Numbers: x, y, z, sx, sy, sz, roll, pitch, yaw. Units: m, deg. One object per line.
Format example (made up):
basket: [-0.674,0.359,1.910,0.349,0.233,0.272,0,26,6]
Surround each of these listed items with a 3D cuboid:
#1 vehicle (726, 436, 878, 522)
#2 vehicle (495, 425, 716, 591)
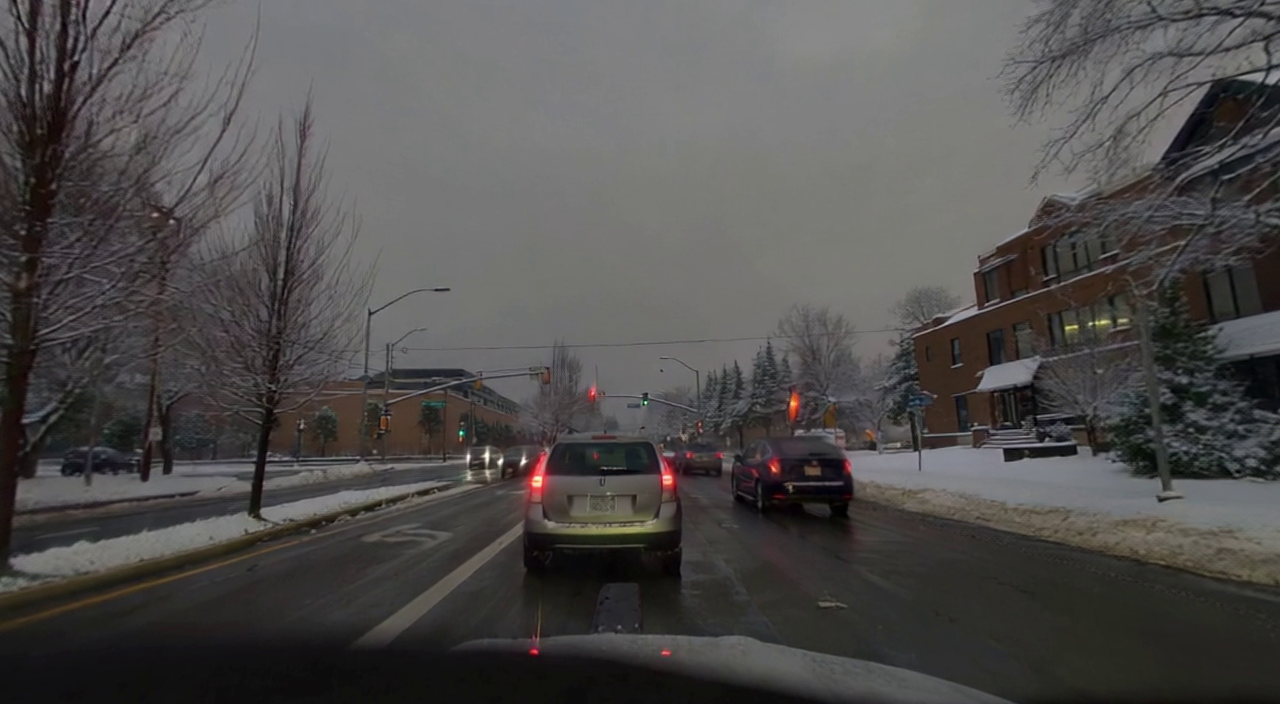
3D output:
vehicle: [3.135,2.539,13.242,1.910,1.474,4.263,0,-9,-2]
vehicle: [-0.348,1.695,7.610,2.006,1.487,3.535,0,-9,-1]
